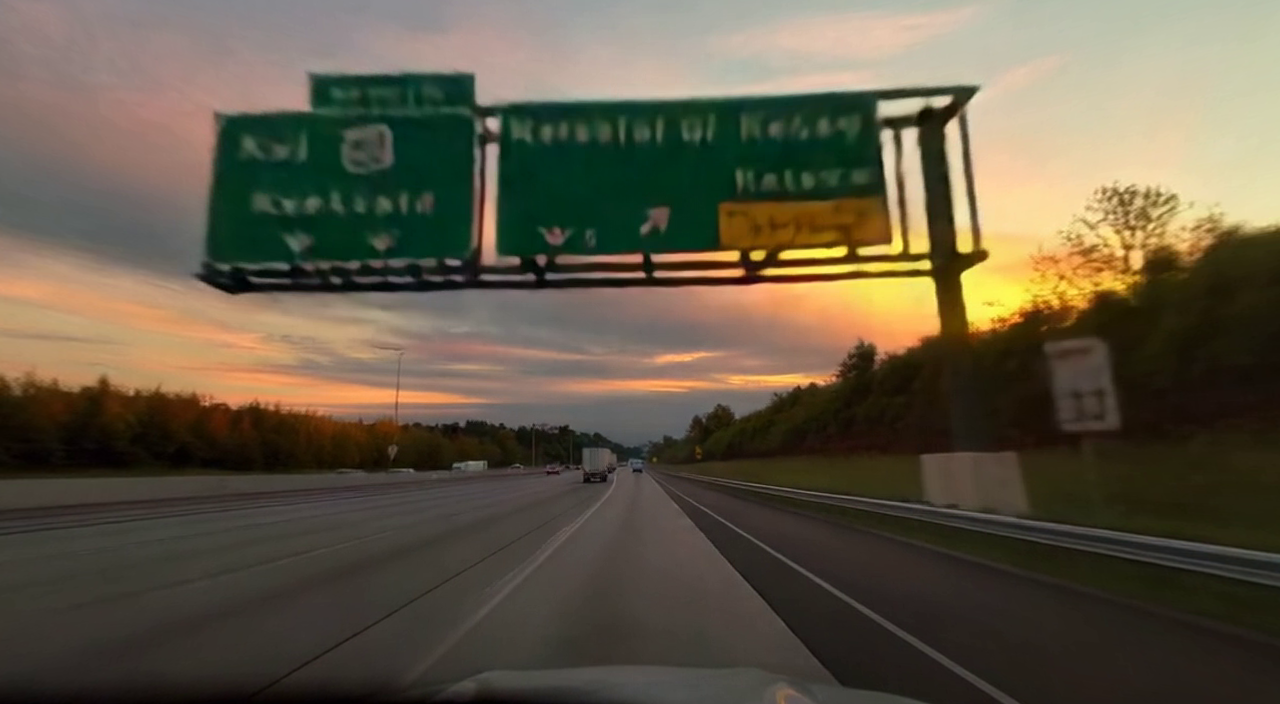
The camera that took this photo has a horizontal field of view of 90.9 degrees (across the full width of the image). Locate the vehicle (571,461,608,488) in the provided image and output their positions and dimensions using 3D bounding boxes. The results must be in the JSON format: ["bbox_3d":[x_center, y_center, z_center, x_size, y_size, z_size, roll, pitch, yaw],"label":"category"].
[{"bbox_3d":[-3.287,8.058,41.641,2.092,1.642,3.895,1,-11,-1],"label":"vehicle"}]
